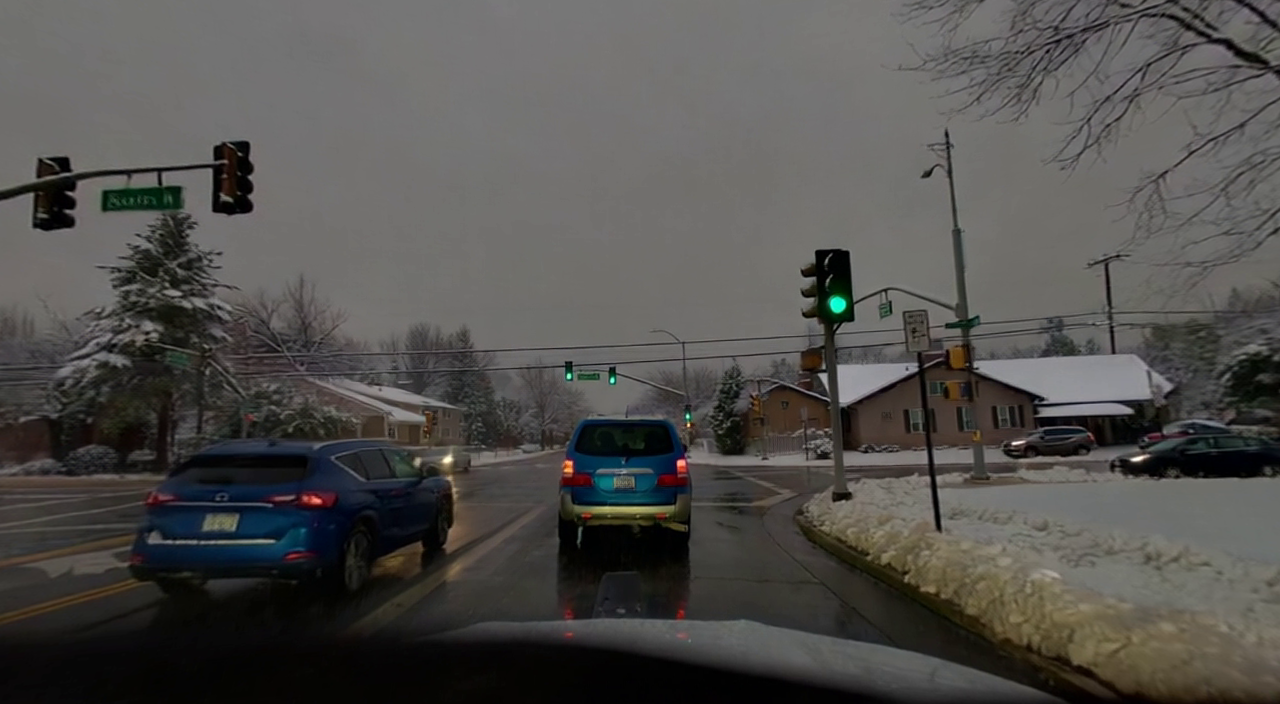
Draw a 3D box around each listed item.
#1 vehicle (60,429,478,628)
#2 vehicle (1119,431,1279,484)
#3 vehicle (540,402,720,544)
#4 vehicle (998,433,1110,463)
[{"bbox_3d":[-3.330,1.643,6.944,1.934,1.459,4.368,0,-8,0],"label":"vehicle"},{"bbox_3d":[17.237,3.048,18.433,4.715,1.439,1.874,-2,-9,14],"label":"vehicle"},{"bbox_3d":[-0.182,1.957,10.850,2.396,1.881,4.606,0,-8,-1],"label":"vehicle"},{"bbox_3d":[21.357,4.983,32.780,4.353,1.431,1.876,-2,-9,14],"label":"vehicle"}]
